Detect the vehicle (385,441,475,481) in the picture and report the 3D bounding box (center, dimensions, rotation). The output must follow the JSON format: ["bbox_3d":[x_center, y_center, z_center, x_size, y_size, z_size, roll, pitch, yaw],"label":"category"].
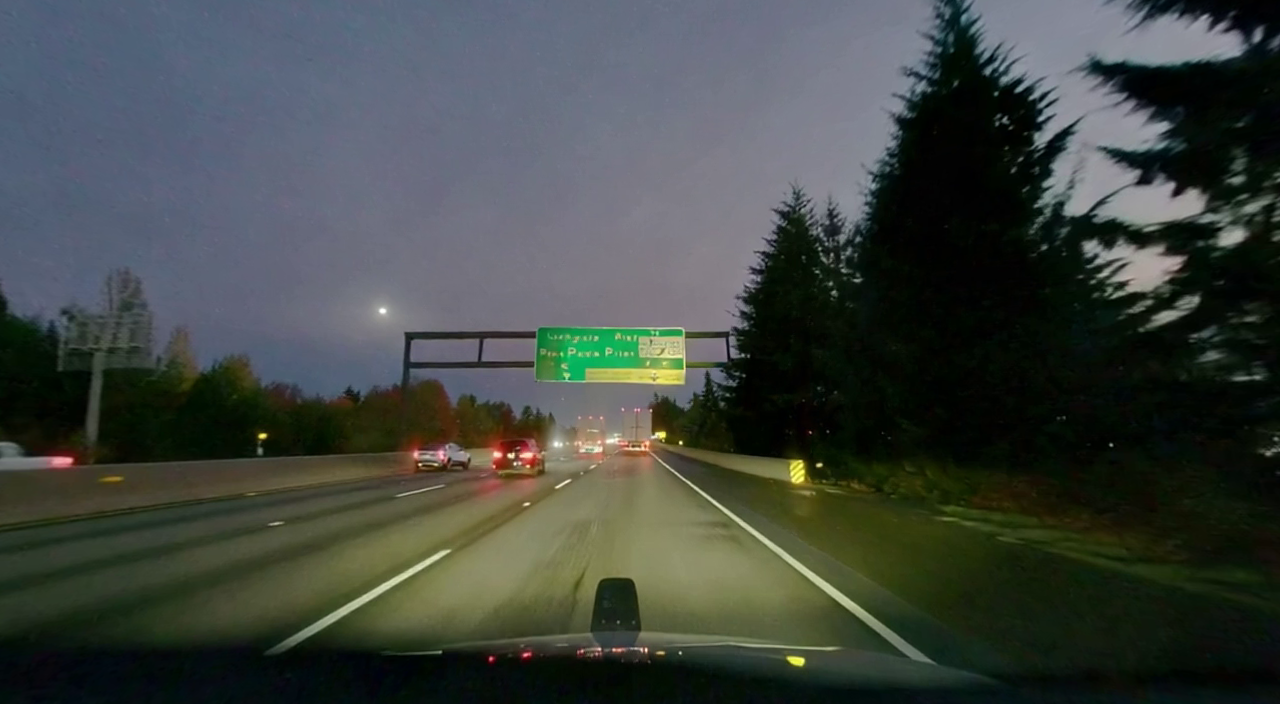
[{"bbox_3d":[-7.874,4.110,24.085,1.946,1.365,4.420,0,-8,0],"label":"vehicle"}]

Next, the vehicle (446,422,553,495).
[{"bbox_3d":[-3.948,3.089,18.712,2.127,1.839,4.984,0,-8,-1],"label":"vehicle"}]
